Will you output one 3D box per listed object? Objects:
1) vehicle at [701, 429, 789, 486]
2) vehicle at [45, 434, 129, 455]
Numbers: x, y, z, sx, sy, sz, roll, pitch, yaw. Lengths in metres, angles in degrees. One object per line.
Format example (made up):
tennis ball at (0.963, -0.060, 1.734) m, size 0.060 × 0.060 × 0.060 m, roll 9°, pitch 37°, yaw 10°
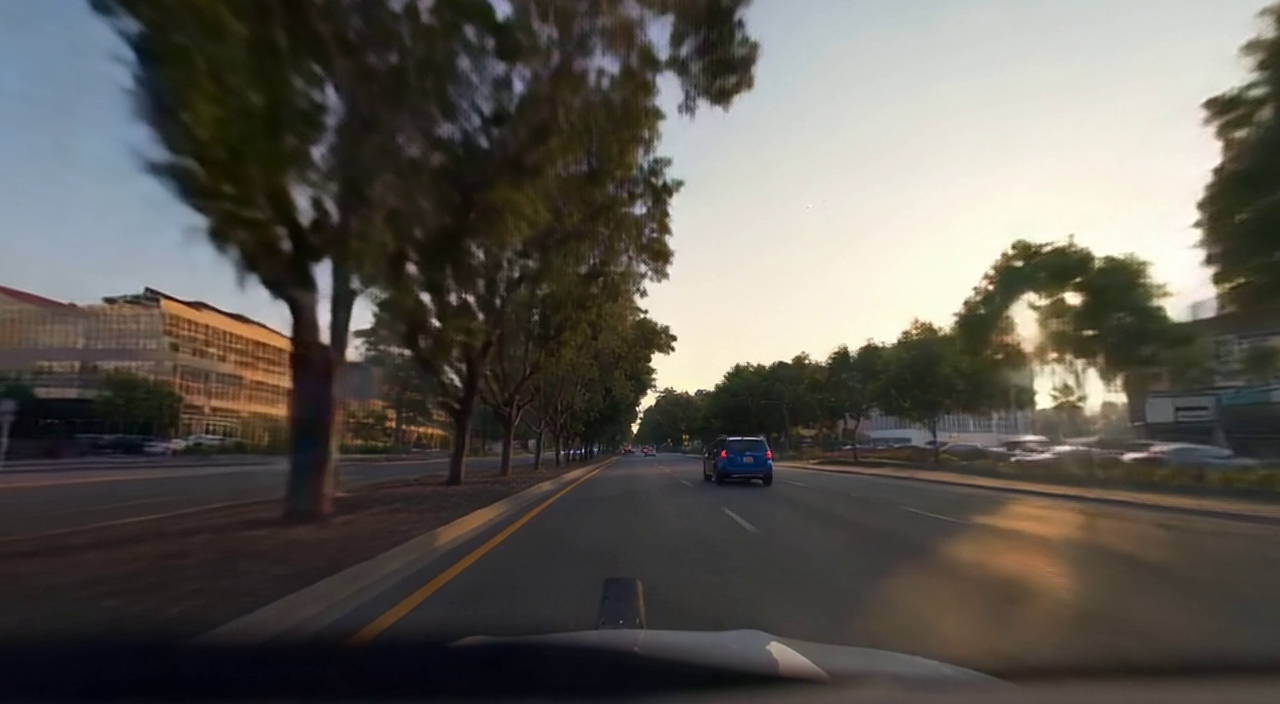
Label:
vehicle at (3.374, 3.511, 21.210) m, size 2.072 × 1.696 × 4.177 m, roll 0°, pitch -8°, yaw -2°
vehicle at (-43.545, 7.313, 49.810) m, size 4.530 × 1.569 × 2.159 m, roll 0°, pitch -8°, yaw 1°
